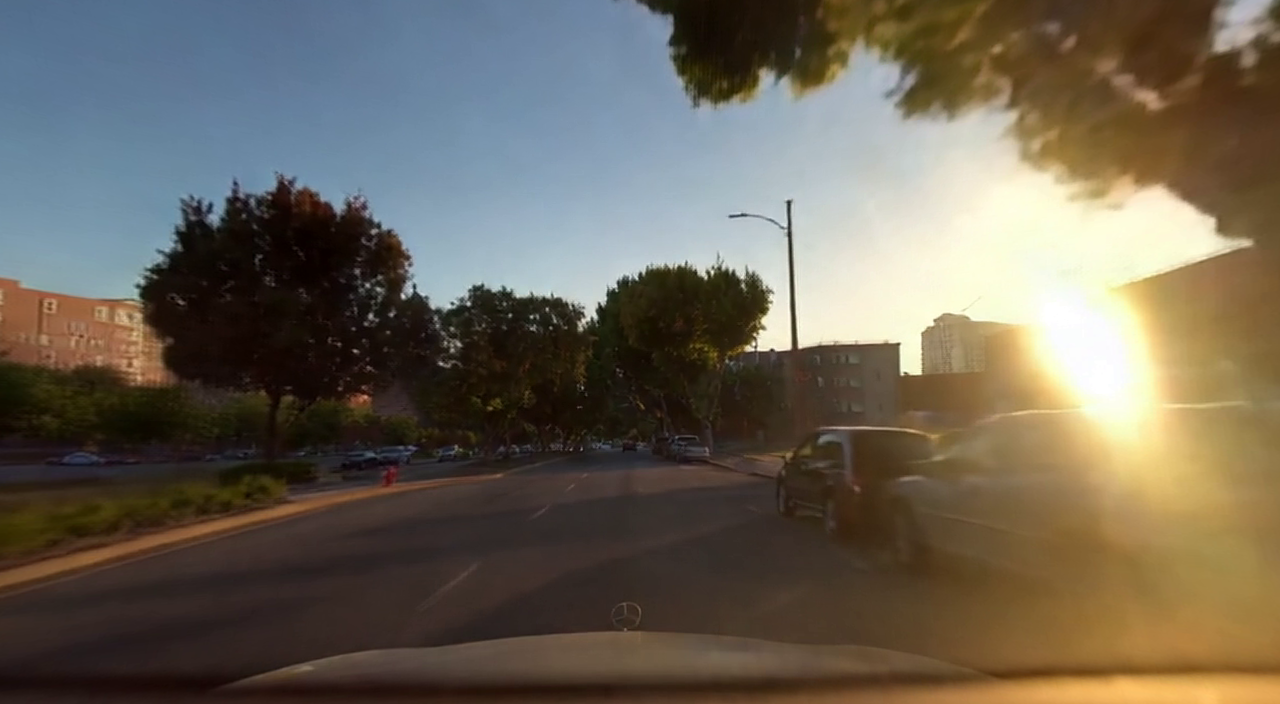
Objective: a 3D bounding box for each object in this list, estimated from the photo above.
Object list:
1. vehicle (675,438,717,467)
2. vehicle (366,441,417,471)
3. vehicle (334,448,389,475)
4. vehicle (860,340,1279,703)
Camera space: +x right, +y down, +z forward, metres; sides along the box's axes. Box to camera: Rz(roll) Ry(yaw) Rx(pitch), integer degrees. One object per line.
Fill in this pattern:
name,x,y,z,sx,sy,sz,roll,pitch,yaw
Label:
vehicle,3.033,5.499,34.963,1.924,1.492,4.587,0,-8,0
vehicle,-18.666,7.807,47.671,2.007,1.806,4.707,-6,-7,-2
vehicle,-18.637,7.296,42.441,1.791,1.461,4.496,-5,-7,-2
vehicle,3.486,1.125,4.846,1.951,1.728,4.623,0,-8,0
